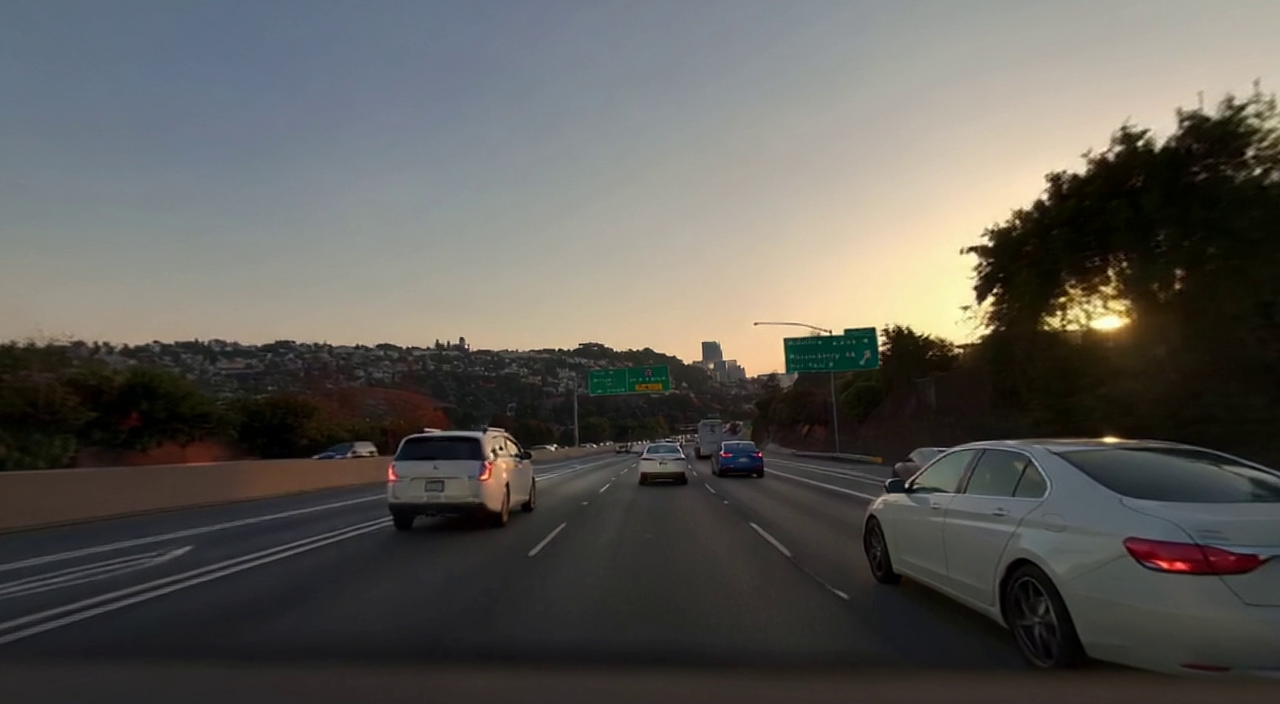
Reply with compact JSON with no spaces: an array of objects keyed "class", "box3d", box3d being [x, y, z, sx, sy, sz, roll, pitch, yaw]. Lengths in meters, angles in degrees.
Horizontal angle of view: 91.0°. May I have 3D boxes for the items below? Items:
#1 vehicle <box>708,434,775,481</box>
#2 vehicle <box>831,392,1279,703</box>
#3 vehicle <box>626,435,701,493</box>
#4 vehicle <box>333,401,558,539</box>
[{"class":"vehicle","box3d":[3.905,4.167,25.004,2.076,1.684,4.241,0,-9,2]},{"class":"vehicle","box3d":[3.025,1.218,4.277,2.009,1.489,4.559,0,-9,0]},{"class":"vehicle","box3d":[0.697,3.433,19.563,2.074,1.614,3.803,0,-9,1]},{"class":"vehicle","box3d":[-3.155,2.110,11.785,2.434,1.965,5.305,0,-9,1]}]
